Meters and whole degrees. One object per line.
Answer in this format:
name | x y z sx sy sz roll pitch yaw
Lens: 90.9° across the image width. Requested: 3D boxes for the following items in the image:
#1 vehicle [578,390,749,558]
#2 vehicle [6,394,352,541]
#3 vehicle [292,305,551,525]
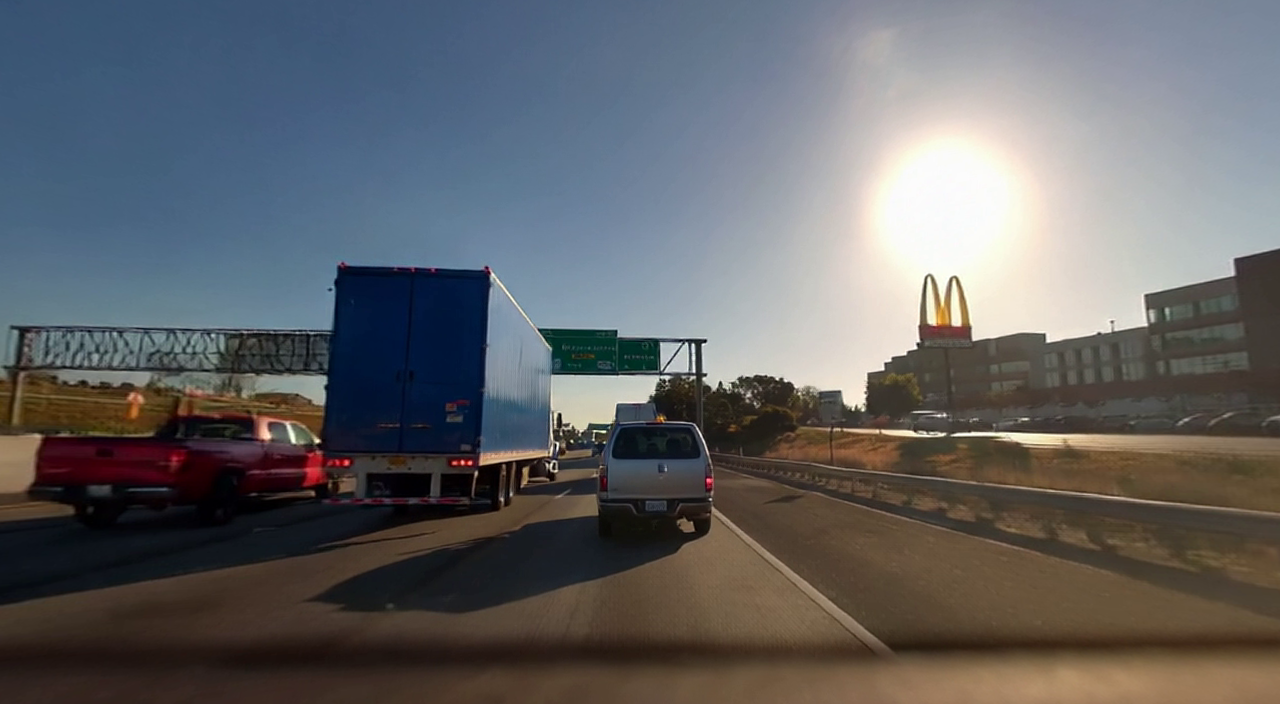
vehicle | 0.171 1.694 9.301 1.947 1.910 4.040 0 -9 -3
vehicle | -7.754 2.038 11.696 2.218 2.047 5.586 0 -9 -1
vehicle | -4.045 1.608 14.348 2.814 3.513 8.529 0 -9 0
